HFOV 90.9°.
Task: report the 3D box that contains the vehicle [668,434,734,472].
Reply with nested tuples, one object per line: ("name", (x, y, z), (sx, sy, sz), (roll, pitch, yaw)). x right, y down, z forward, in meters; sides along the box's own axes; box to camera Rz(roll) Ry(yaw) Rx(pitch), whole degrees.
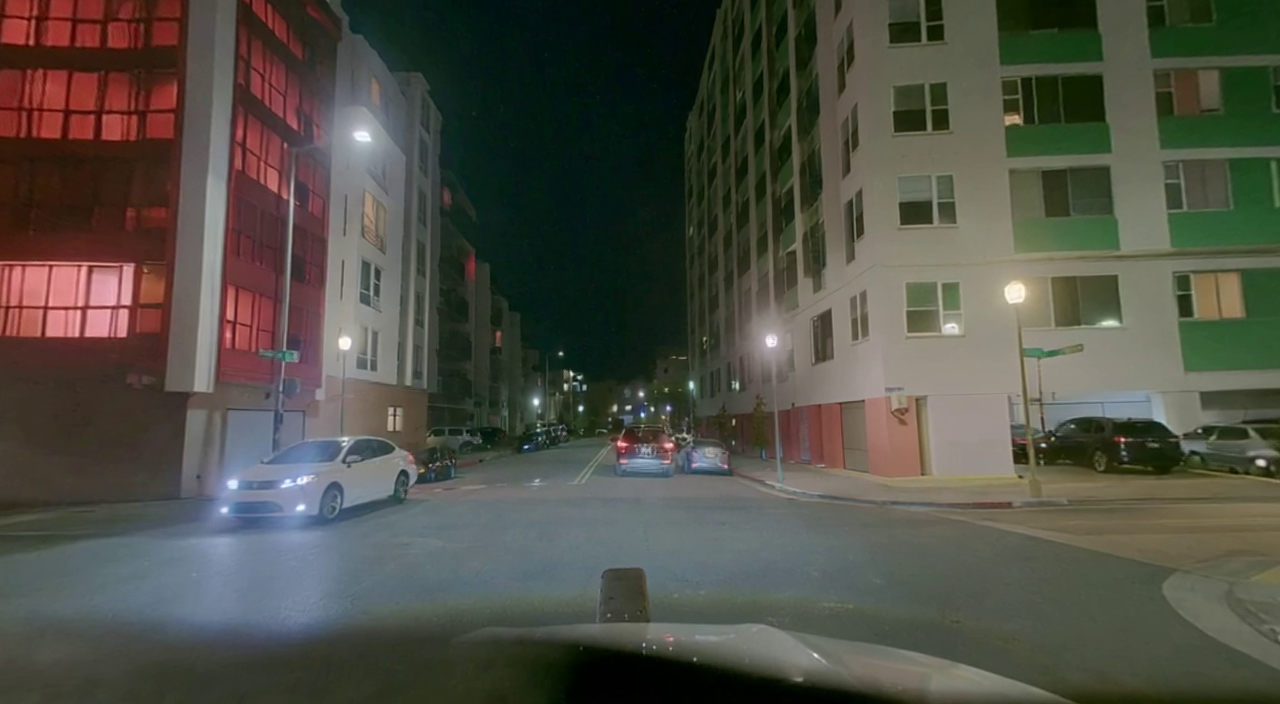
("vehicle", (2.476, 4.281, 26.892), (2.290, 1.456, 4.503), (0, -8, -1))

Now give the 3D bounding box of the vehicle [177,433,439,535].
("vehicle", (-5.638, 2.301, 11.736), (2.226, 1.465, 5.034), (0, -8, -1))

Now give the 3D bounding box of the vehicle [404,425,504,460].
("vehicle", (-11.443, 5.591, 38.871), (5.540, 1.950, 2.113), (4, -12, -28))

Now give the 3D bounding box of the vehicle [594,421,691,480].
("vehicle", (-0.063, 3.440, 22.163), (2.412, 1.834, 4.636), (2, -9, -13))

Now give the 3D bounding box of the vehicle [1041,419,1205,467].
("vehicle", (15.317, 2.916, 20.146), (3.752, 1.453, 1.709), (0, -9, 2))
